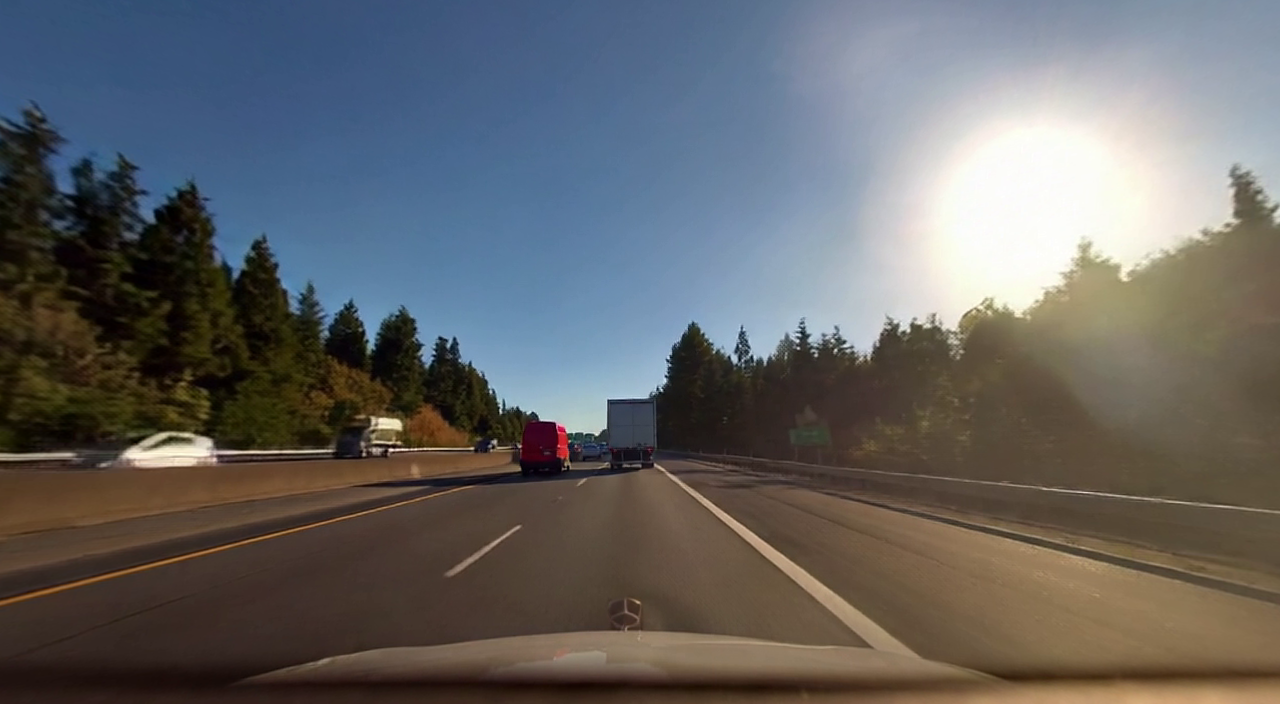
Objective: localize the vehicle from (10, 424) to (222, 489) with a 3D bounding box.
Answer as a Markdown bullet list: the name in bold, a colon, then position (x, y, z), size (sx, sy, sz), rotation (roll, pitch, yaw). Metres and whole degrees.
- **vehicle**: position (-13.372, 2.713, 16.542), size (1.897, 1.471, 4.275), rotation (0, -9, 0)

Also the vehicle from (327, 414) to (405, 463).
- **vehicle**: position (-17.914, 5.761, 41.729), size (2.450, 2.949, 5.978), rotation (0, -9, 0)

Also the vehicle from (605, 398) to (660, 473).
- **vehicle**: position (-0.469, 5.332, 39.536), size (2.995, 4.036, 10.311), rotation (0, -9, -1)

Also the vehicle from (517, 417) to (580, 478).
- **vehicle**: position (-4.475, 4.859, 32.078), size (2.357, 2.786, 6.144), rotation (0, -9, -1)
